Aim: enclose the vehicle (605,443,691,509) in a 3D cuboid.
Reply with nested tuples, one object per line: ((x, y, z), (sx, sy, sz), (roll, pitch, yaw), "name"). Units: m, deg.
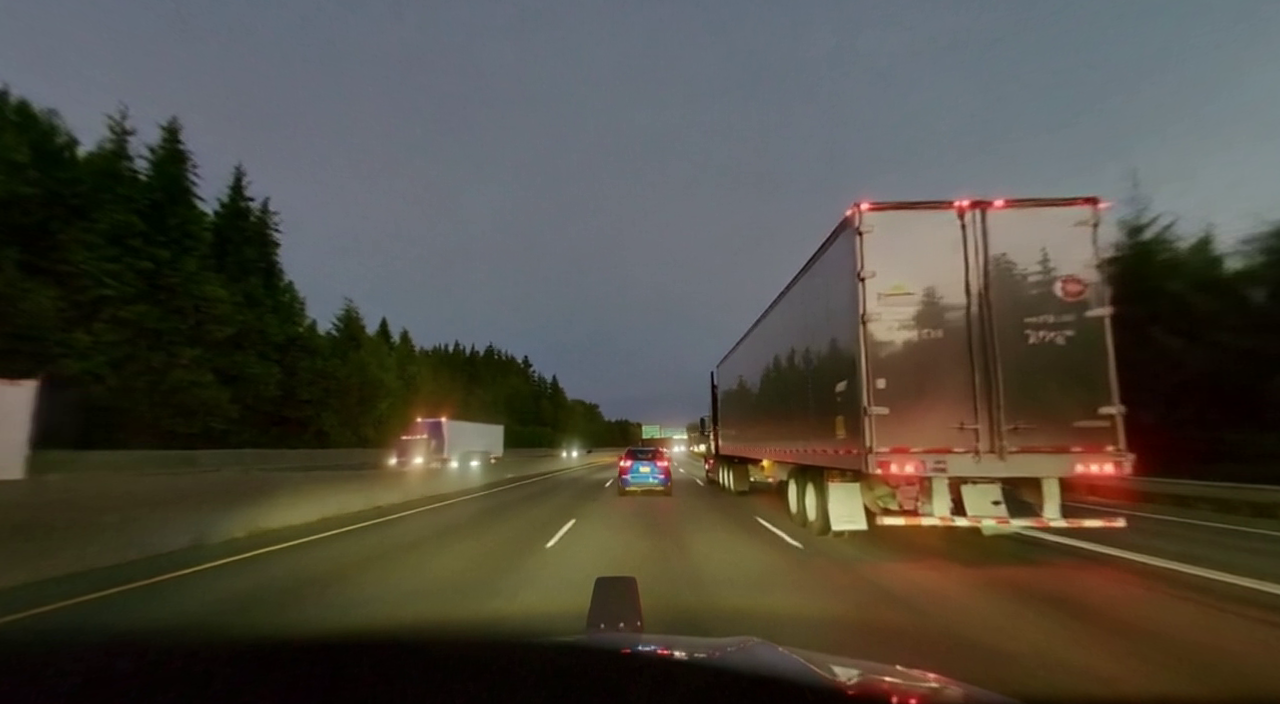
((0.180, 3.323, 17.339), (2.039, 1.532, 4.610), (0, -9, 0), "vehicle")

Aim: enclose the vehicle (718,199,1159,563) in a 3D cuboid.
((4.024, 1.325, 13.782), (2.960, 4.018, 13.834), (0, -9, 0), "vehicle")

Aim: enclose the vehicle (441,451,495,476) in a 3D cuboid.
((-10.801, 7.030, 39.892), (1.979, 1.472, 4.465), (-1, -9, 2), "vehicle")
